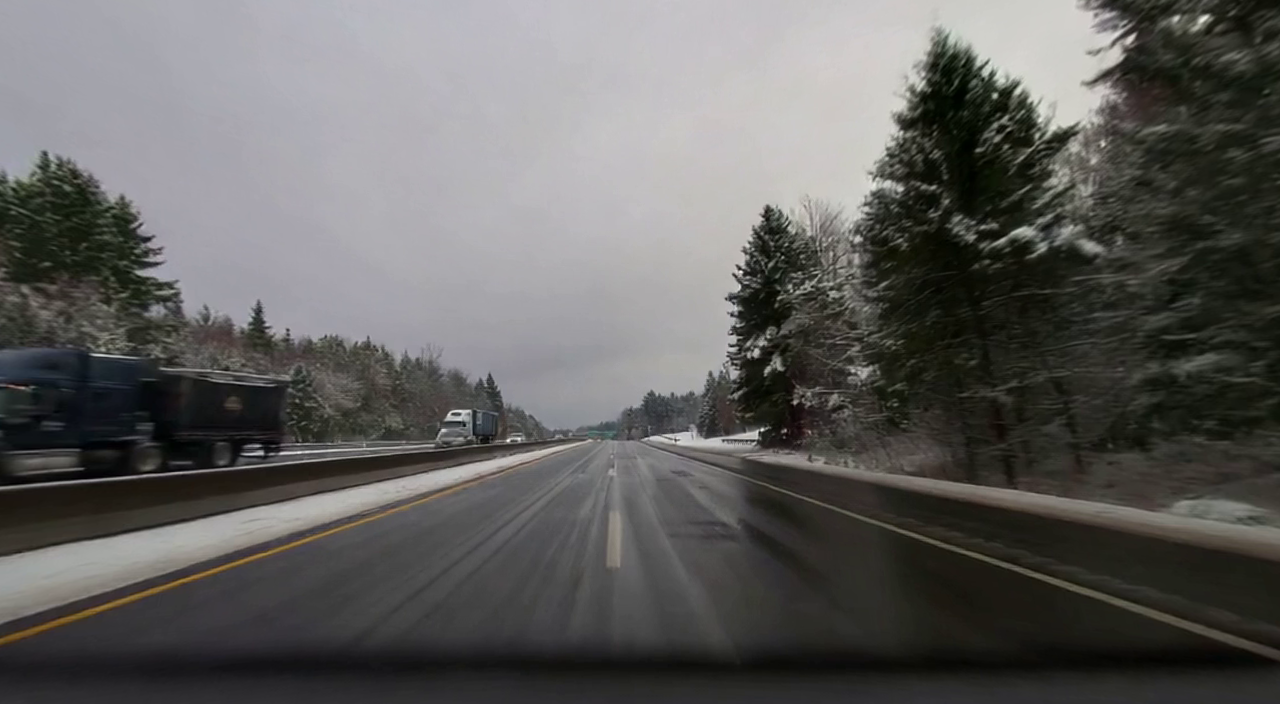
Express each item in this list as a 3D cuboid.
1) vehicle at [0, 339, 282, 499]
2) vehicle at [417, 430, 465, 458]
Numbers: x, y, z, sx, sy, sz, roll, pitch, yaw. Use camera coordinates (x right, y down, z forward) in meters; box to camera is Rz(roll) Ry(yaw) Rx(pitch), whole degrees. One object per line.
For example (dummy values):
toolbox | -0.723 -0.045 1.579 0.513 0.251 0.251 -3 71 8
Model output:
vehicle | -16.149 2.330 20.795 3.001 3.996 10.172 0 -8 -3
vehicle | -12.912 5.991 41.141 1.913 1.675 4.147 0 -8 -2
